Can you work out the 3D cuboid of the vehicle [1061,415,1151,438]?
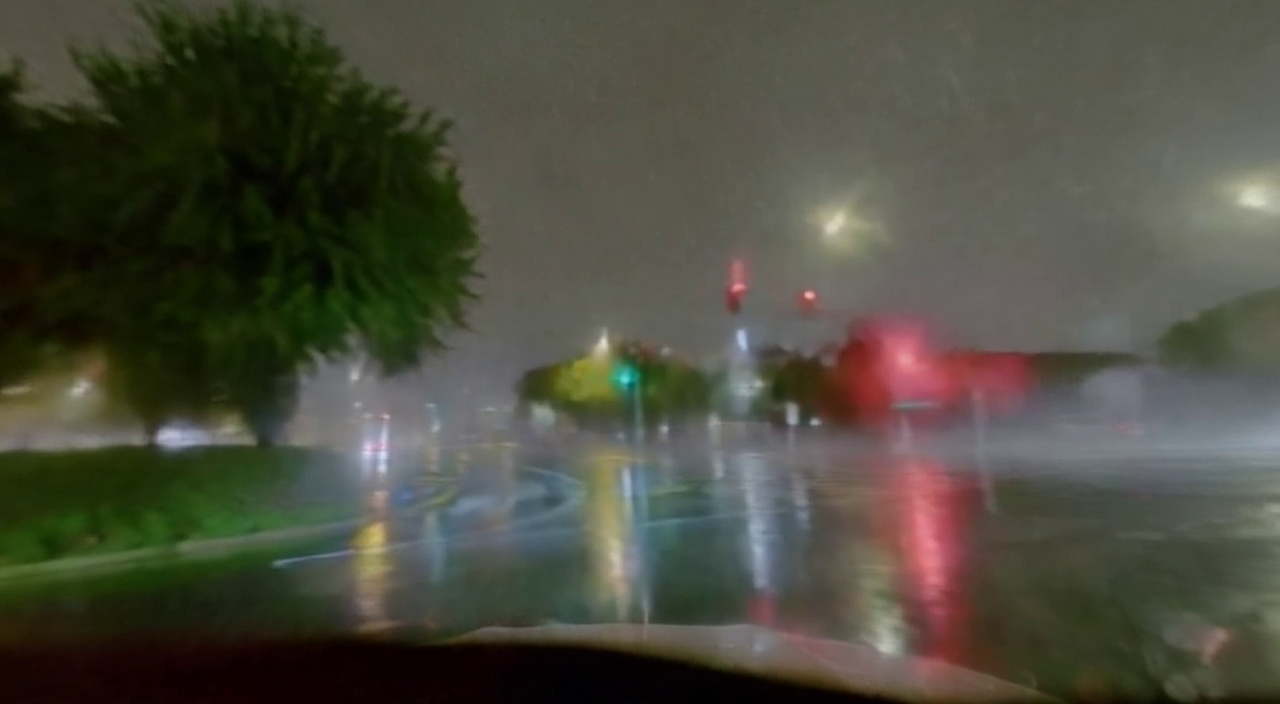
[{"bbox_3d":[36.735,5.925,49.977,5.497,1.631,1.849,-6,-10,36],"label":"vehicle"}]
